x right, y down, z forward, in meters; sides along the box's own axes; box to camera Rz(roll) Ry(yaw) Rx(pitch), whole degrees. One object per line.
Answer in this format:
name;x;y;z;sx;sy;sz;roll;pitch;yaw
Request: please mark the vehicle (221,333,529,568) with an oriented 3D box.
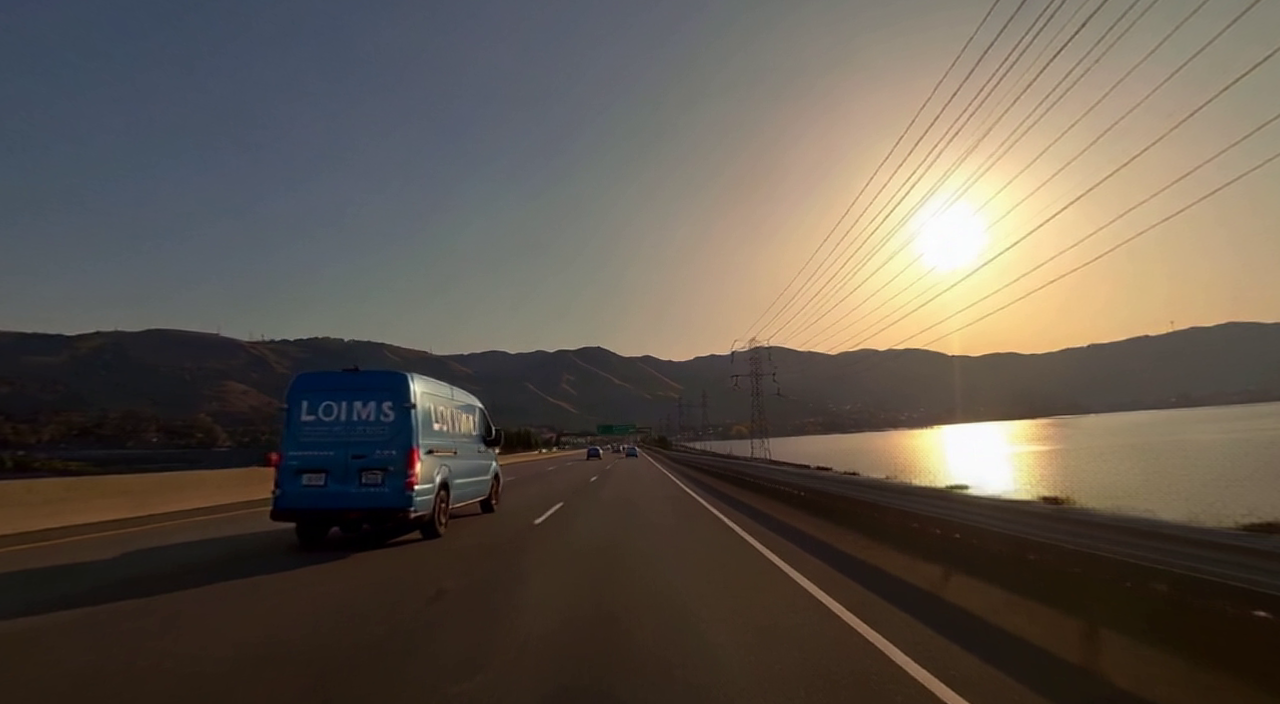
vehicle;-3.668;1.613;10.748;2.331;2.757;6.581;0;-8;0
